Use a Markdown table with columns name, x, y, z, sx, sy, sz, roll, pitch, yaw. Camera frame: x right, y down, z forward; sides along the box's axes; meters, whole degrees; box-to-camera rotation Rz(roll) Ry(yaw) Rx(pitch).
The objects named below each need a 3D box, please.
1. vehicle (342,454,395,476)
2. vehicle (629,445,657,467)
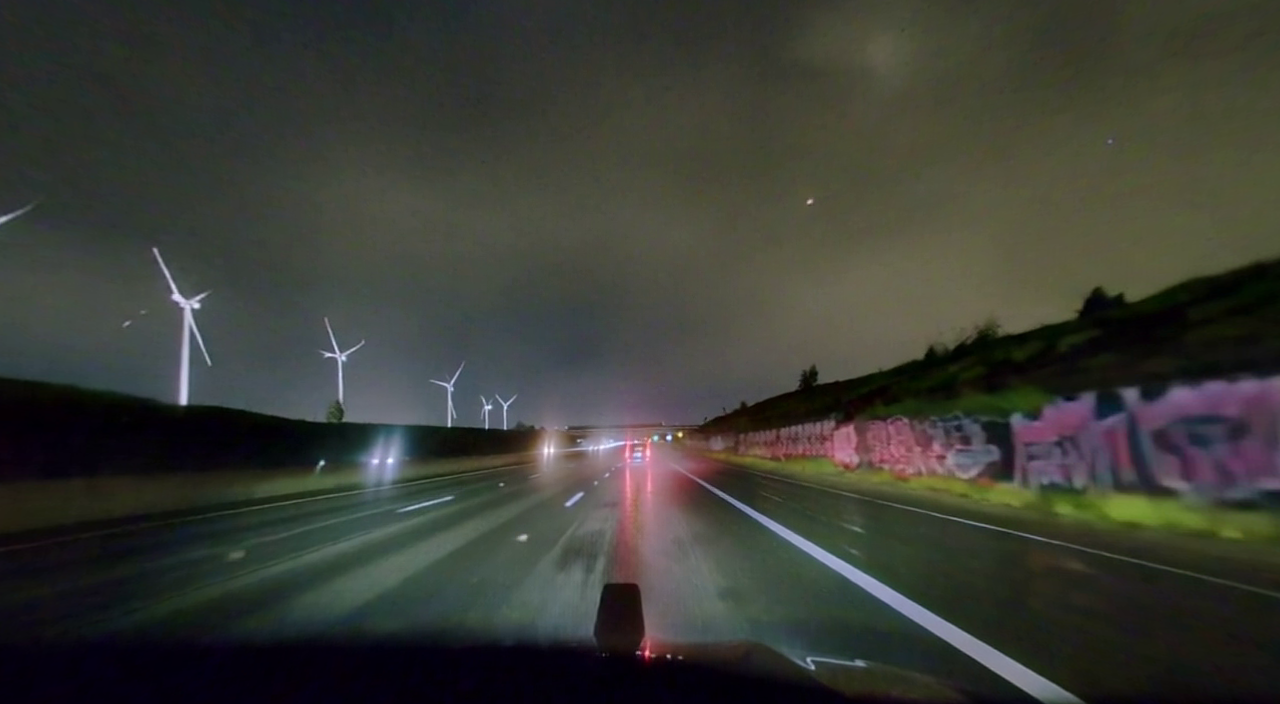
| name | x | y | z | sx | sy | sz | roll | pitch | yaw |
| --- | --- | --- | --- | --- | --- | --- | --- | --- | --- |
| vehicle | -19.068 | 7.974 | 44.538 | 1.783 | 1.432 | 4.354 | 0 | -9 | 1 |
| vehicle | 0.181 | 7.250 | 44.117 | 1.870 | 1.481 | 4.234 | 0 | -9 | 0 |
